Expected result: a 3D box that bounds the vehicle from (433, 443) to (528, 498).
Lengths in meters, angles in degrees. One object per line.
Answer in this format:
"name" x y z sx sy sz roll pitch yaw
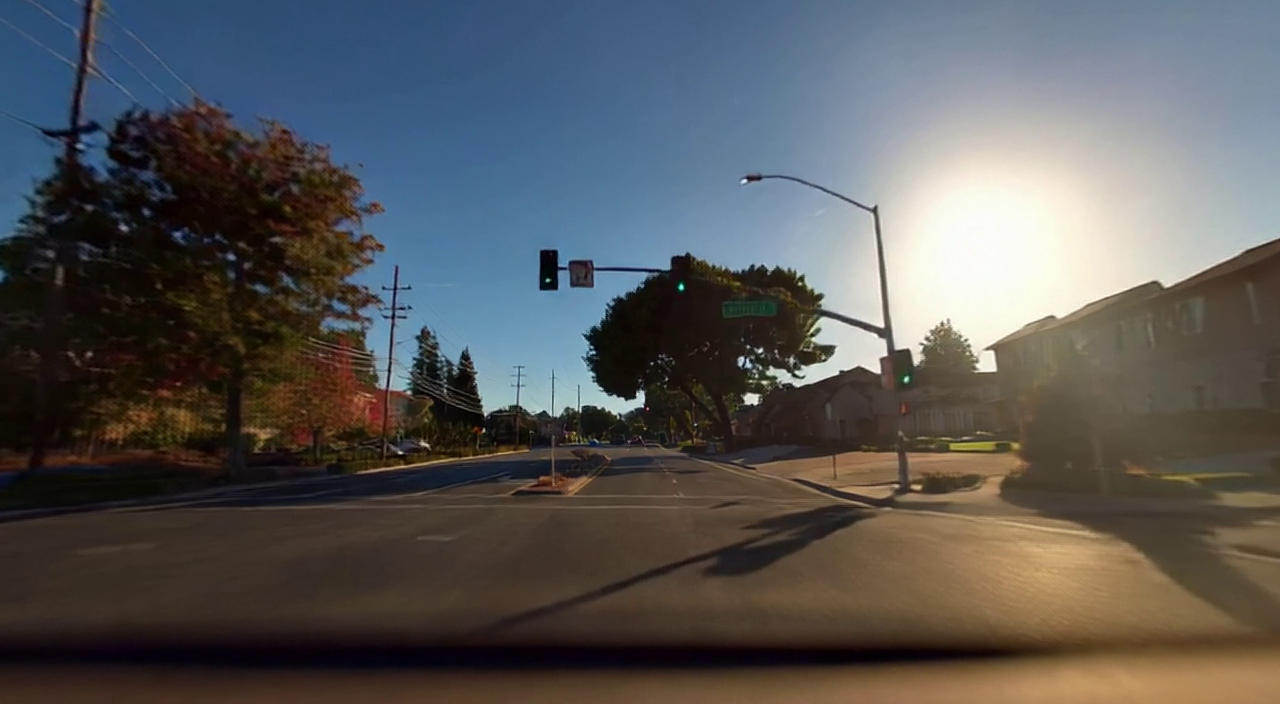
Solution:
"vehicle" -5.155 3.865 21.225 1.948 1.471 5.408 2 -7 -2
